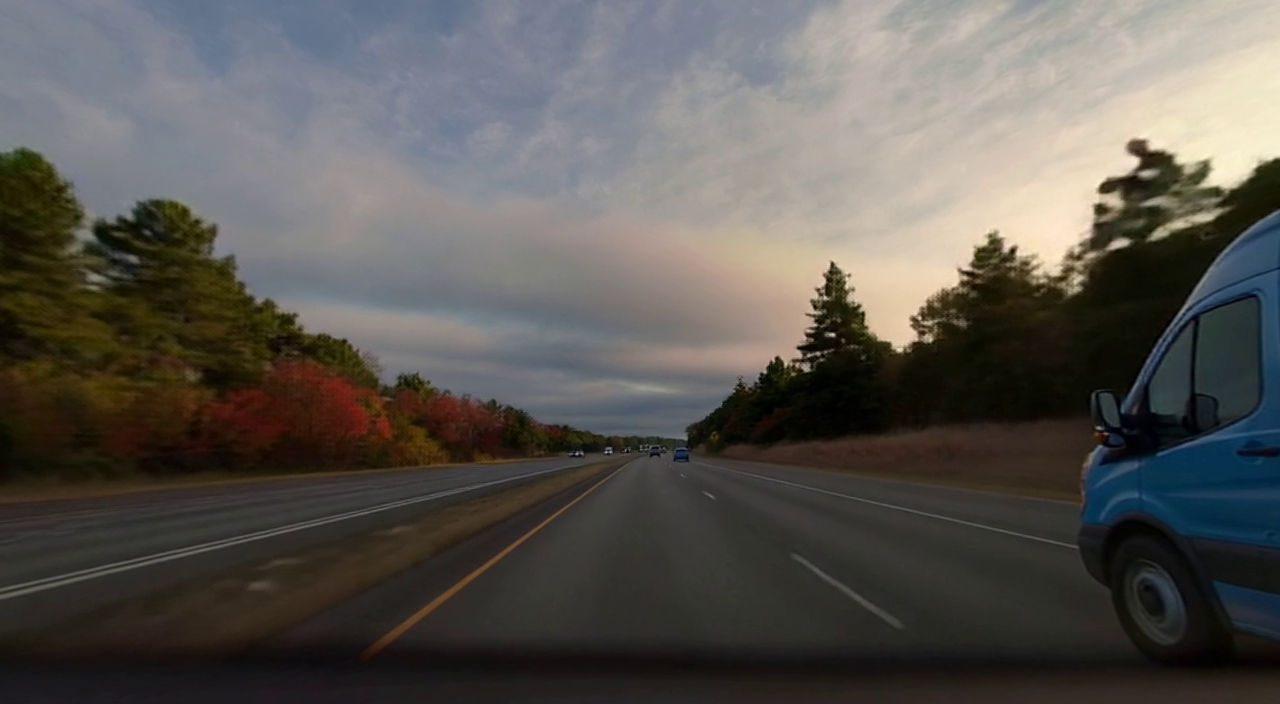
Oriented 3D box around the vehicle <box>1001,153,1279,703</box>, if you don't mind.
[{"bbox_3d":[3.997,0.256,1.514,2.522,2.556,6.180,0,-9,0],"label":"vehicle"}]
